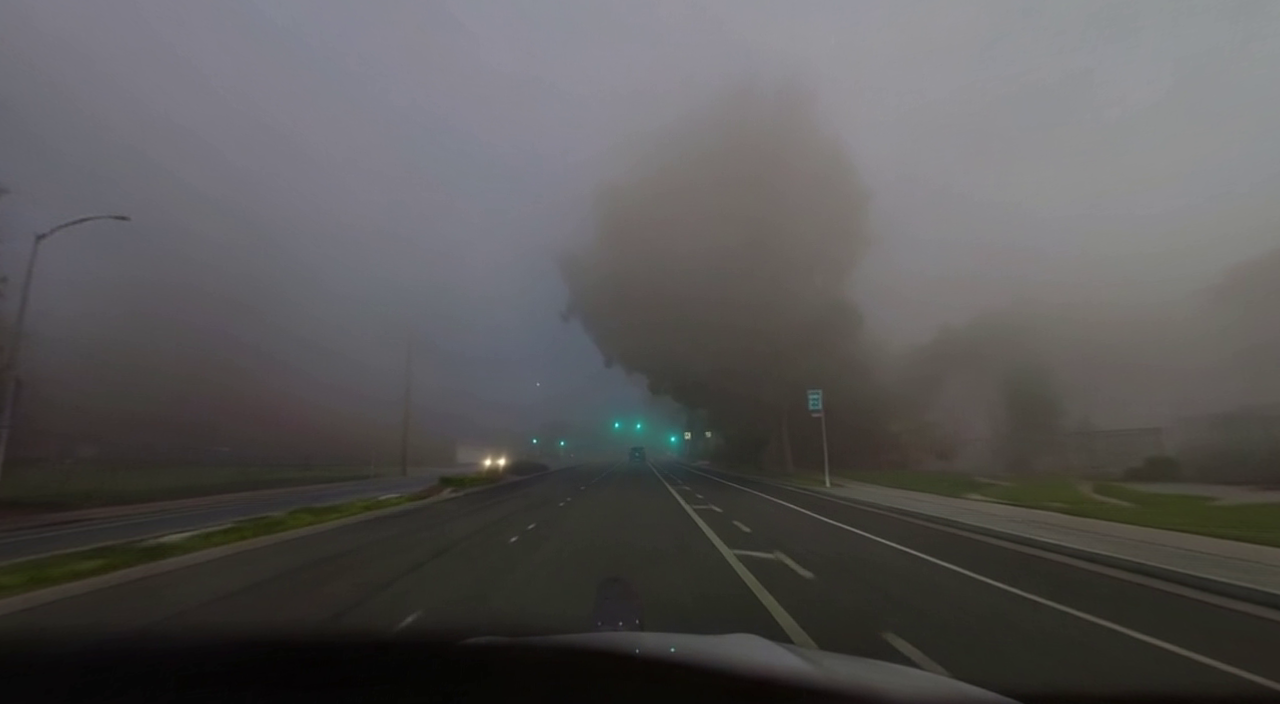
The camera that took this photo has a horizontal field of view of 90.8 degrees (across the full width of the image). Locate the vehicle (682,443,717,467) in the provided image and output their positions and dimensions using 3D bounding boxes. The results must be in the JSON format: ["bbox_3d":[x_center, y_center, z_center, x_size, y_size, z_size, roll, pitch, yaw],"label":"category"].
[{"bbox_3d":[4.651,8.067,49.803,2.180,1.782,4.790,0,-9,-1],"label":"vehicle"}]

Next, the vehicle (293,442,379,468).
[{"bbox_3d":[-21.209,7.171,44.209,4.853,1.754,2.095,0,-9,2],"label":"vehicle"}]
